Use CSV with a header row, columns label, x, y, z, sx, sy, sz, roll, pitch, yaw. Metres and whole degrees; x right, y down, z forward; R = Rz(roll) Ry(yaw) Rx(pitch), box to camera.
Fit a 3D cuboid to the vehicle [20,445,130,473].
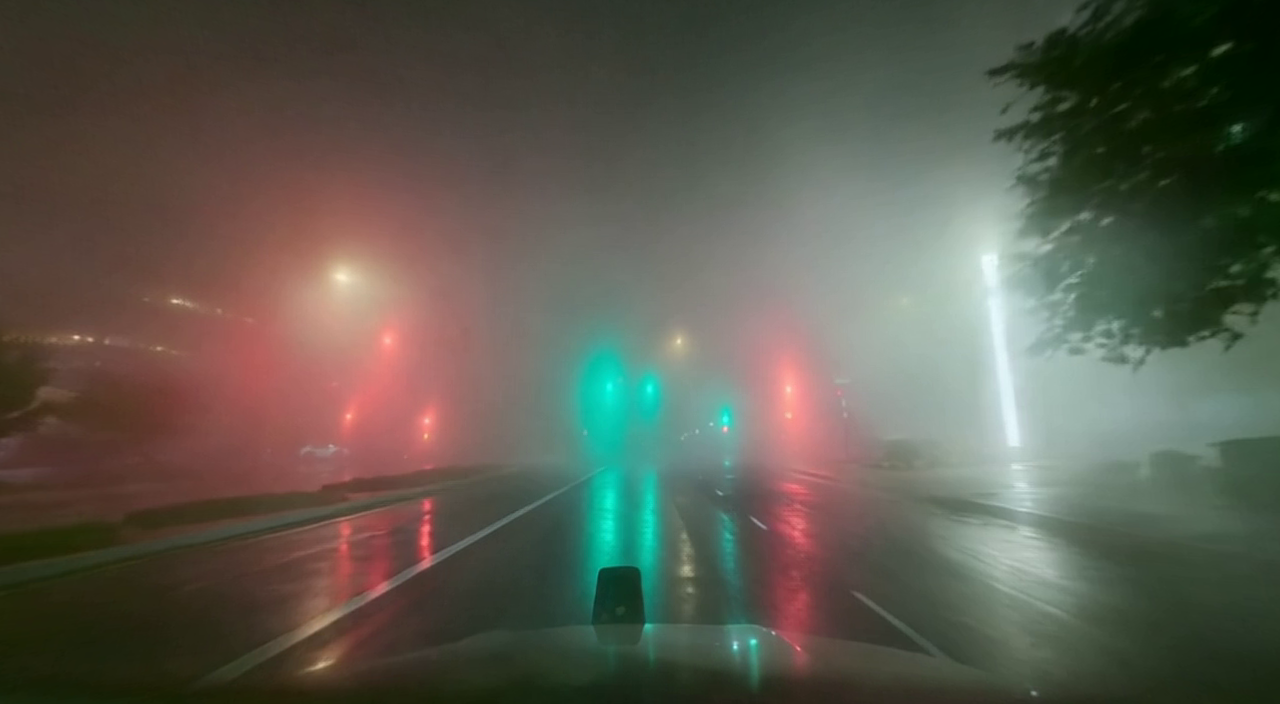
label,x,y,z,sx,sy,sz,roll,pitch,yaw
vehicle,-32.076,6.094,35.956,1.852,1.485,4.683,0,-9,1
